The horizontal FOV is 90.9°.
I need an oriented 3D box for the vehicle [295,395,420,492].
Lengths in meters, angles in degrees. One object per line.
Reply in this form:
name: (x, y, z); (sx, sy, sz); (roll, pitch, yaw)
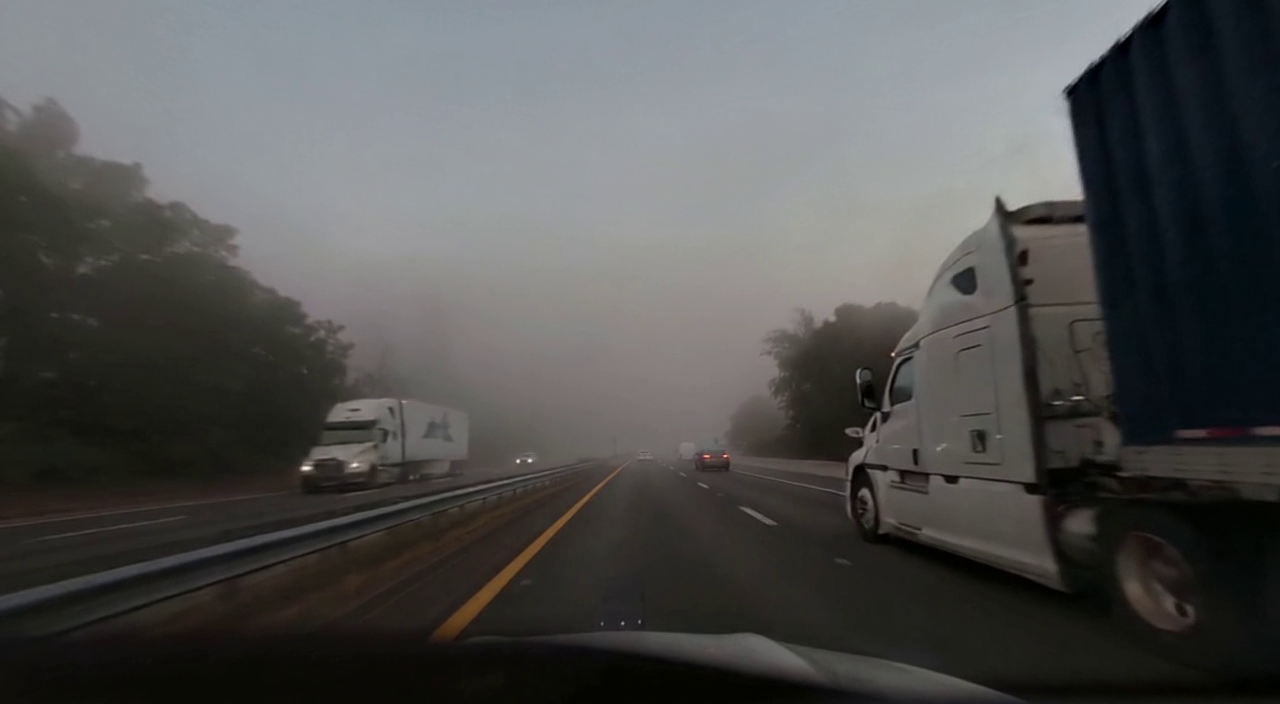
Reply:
vehicle: (-12.805, 4.247, 29.234); (2.982, 3.982, 5.800); (0, -9, 0)

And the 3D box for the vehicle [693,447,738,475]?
vehicle: (4.302, 6.273, 36.458); (2.043, 1.542, 3.881); (0, -9, -1)

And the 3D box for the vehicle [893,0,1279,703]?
vehicle: (4.759, -0.628, 0.738); (2.889, 4.072, 13.991); (0, -9, -1)
